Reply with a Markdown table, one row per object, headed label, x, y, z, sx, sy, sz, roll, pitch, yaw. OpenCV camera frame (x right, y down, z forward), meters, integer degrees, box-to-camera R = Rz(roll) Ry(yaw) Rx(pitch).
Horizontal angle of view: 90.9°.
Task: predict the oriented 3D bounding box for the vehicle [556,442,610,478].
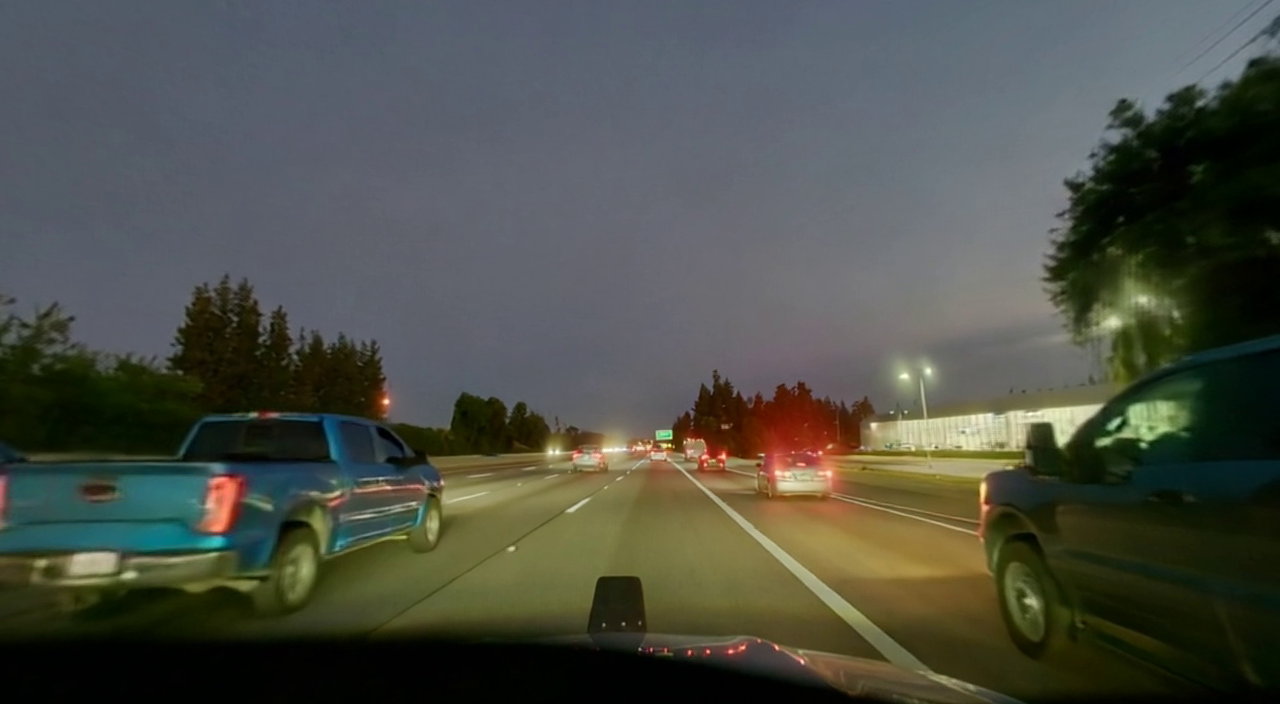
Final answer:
| label | x | y | z | sx | sy | sz | roll | pitch | yaw |
| --- | --- | --- | --- | --- | --- | --- | --- | --- | --- |
| vehicle | -2.878 | 5.587 | 32.949 | 2.209 | 1.714 | 4.576 | -1 | -8 | 2 |

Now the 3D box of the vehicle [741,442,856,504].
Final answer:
| label | x | y | z | sx | sy | sz | roll | pitch | yaw |
| --- | --- | --- | --- | --- | --- | --- | --- | --- | --- |
| vehicle | 4.289 | 3.327 | 17.888 | 2.111 | 1.498 | 4.466 | 0 | -8 | 0 |

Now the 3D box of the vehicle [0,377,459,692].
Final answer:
| label | x | y | z | sx | sy | sz | roll | pitch | yaw |
| --- | --- | --- | --- | --- | --- | --- | --- | --- | --- |
| vehicle | -3.543 | 1.368 | 5.959 | 2.146 | 1.775 | 4.553 | 0 | -8 | 2 |

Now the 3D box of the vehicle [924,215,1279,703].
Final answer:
| label | x | y | z | sx | sy | sz | roll | pitch | yaw |
| --- | --- | --- | --- | --- | --- | --- | --- | --- | --- |
| vehicle | 3.648 | 0.508 | 1.537 | 3.024 | 2.092 | 6.797 | -1 | -8 | 3 |

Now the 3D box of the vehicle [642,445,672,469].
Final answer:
| label | x | y | z | sx | sy | sz | roll | pitch | yaw |
| --- | --- | --- | --- | --- | --- | --- | --- | --- | --- |
| vehicle | 1.214 | 7.674 | 46.322 | 2.080 | 1.682 | 4.150 | 0 | -8 | 1 |

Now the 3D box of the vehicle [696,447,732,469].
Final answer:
| label | x | y | z | sx | sy | sz | roll | pitch | yaw |
| --- | --- | --- | --- | --- | --- | --- | --- | --- | --- |
| vehicle | 5.201 | 7.529 | 44.896 | 2.072 | 1.456 | 4.537 | 0 | -8 | 1 |
